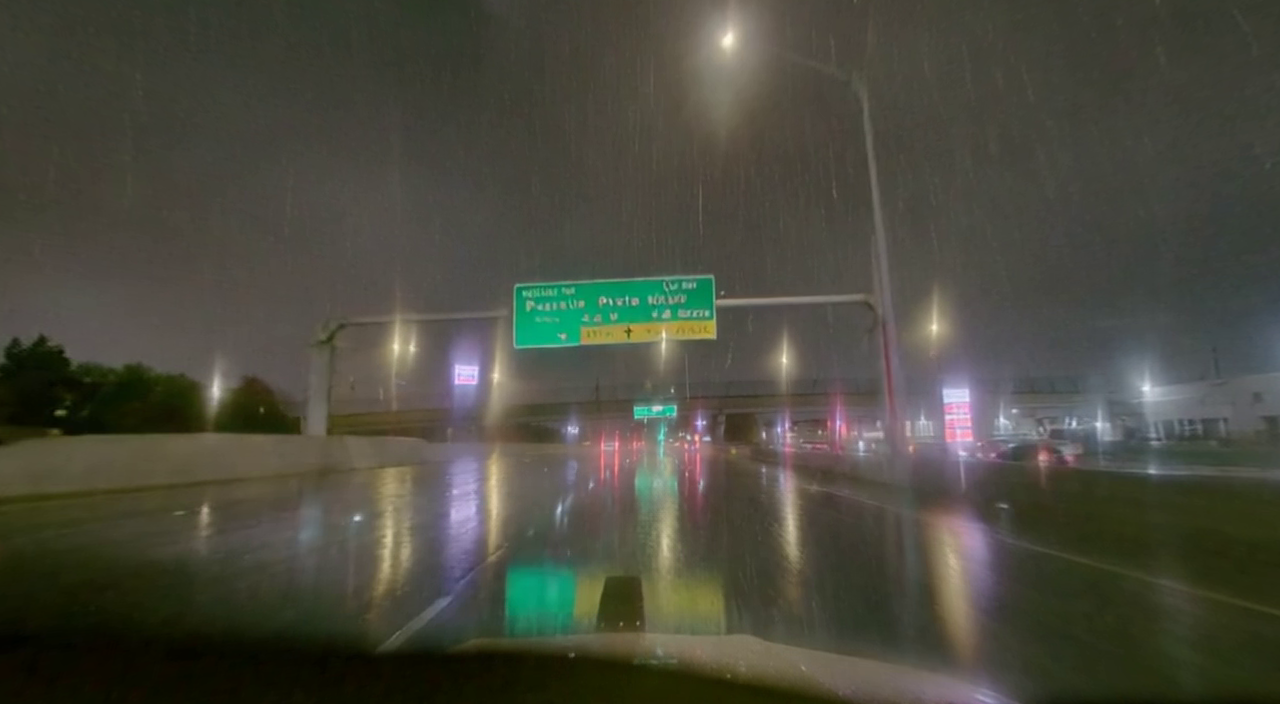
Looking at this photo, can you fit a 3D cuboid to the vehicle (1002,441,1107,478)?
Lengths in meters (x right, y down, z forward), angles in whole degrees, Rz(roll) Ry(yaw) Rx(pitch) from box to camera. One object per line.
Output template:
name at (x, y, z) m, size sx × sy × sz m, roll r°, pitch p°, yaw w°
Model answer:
vehicle at (18.088, 4.695, 27.845) m, size 1.796 × 1.470 × 4.352 m, roll 0°, pitch -8°, yaw 2°

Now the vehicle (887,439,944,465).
vehicle at (18.803, 6.831, 43.351) m, size 1.889 × 1.648 × 5.173 m, roll -1°, pitch -8°, yaw 4°

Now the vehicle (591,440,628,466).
vehicle at (-1.863, 6.409, 40.288) m, size 1.982 × 1.516 × 4.327 m, roll 0°, pitch -8°, yaw 2°

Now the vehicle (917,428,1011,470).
vehicle at (18.377, 5.552, 36.267) m, size 2.367 × 2.187 × 5.862 m, roll 0°, pitch -8°, yaw 1°
